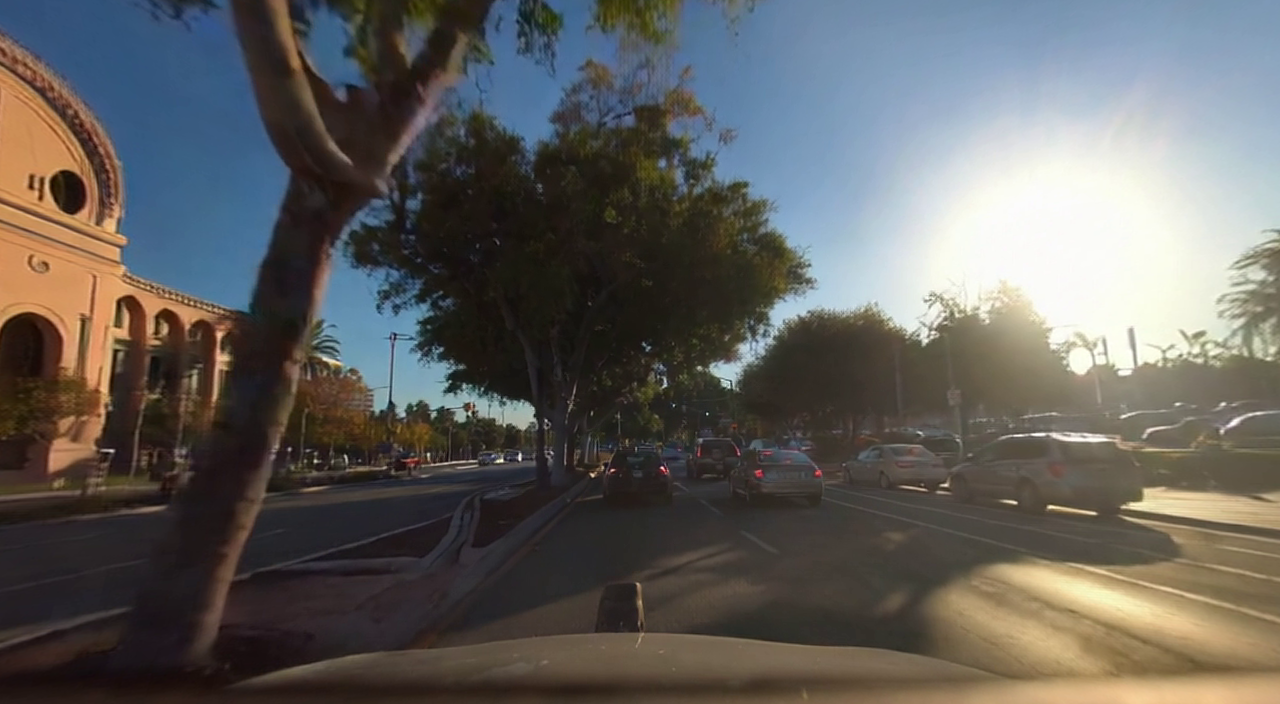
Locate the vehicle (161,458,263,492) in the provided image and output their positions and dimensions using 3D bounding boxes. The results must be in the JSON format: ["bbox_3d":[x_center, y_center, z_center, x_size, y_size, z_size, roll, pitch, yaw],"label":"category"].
[{"bbox_3d":[-21.012,6.020,31.310,1.856,1.429,4.672,0,-8,-1],"label":"vehicle"}]

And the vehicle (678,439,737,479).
[{"bbox_3d":[3.408,5.572,33.511,2.127,1.854,7.971,0,-8,-1],"label":"vehicle"}]

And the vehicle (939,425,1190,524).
[{"bbox_3d":[8.552,2.488,13.453,1.994,1.715,4.777,0,-8,0],"label":"vehicle"}]

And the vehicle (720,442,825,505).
[{"bbox_3d":[3.396,3.184,17.051,1.833,1.465,4.258,0,-8,-1],"label":"vehicle"}]

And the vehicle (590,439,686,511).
[{"bbox_3d":[-0.088,2.898,15.421,2.050,1.521,3.747,0,-8,-1],"label":"vehicle"}]

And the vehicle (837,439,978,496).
[{"bbox_3d":[8.182,3.544,19.966,1.970,1.559,4.911,0,-8,-5],"label":"vehicle"}]
